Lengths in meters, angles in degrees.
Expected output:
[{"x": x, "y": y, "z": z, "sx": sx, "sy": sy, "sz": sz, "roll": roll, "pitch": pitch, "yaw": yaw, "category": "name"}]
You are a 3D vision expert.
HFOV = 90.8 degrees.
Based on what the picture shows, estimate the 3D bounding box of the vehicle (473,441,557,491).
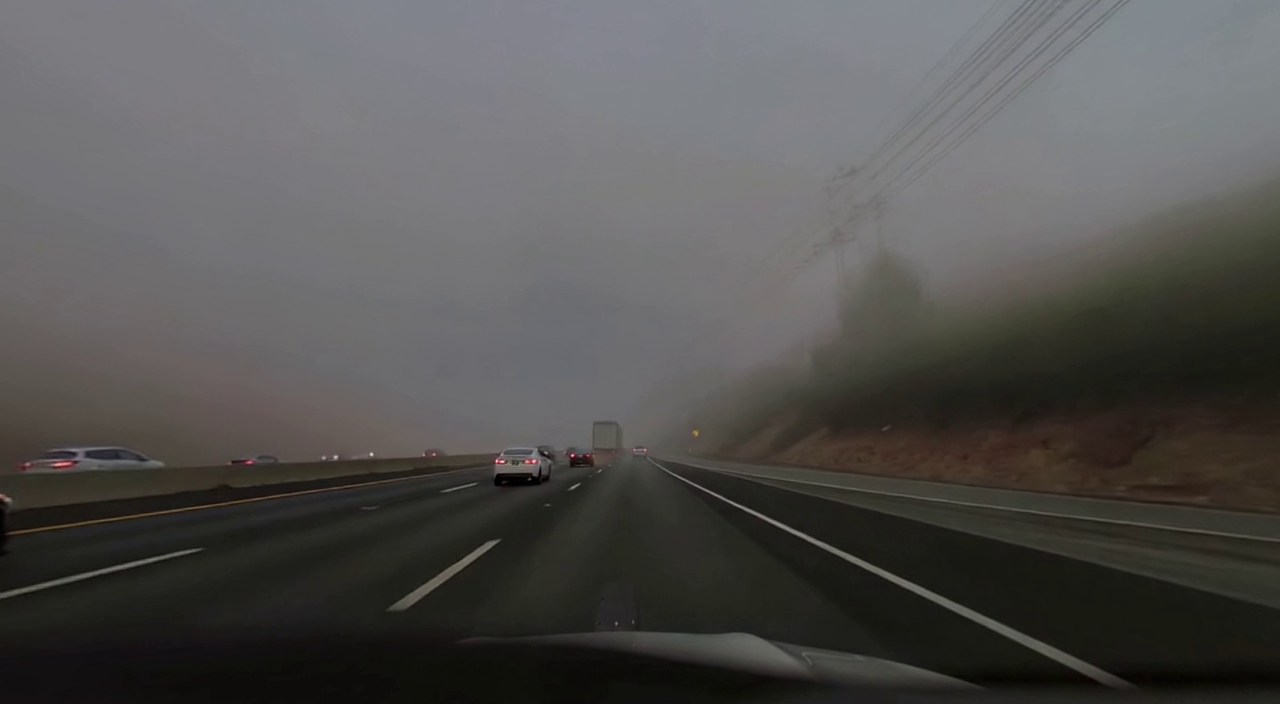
[{"x": -4.177, "y": 3.860, "z": 21.848, "sx": 1.963, "sy": 1.533, "sz": 4.477, "roll": 0, "pitch": -9, "yaw": 0, "category": "vehicle"}]

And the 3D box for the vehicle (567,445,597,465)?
[{"x": -4.508, "y": 8.083, "z": 49.832, "sx": 2.038, "sy": 1.533, "sz": 4.103, "roll": 0, "pitch": -9, "yaw": -1, "category": "vehicle"}]

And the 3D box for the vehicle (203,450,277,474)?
[{"x": -26.055, "y": 7.128, "z": 41.333, "sx": 1.841, "sy": 1.449, "sz": 4.570, "roll": 0, "pitch": -9, "yaw": 0, "category": "vehicle"}]

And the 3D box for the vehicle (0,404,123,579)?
[{"x": -7.613, "y": 1.278, "z": 5.483, "sx": 2.101, "sy": 1.773, "sz": 4.880, "roll": 0, "pitch": -9, "yaw": 0, "category": "vehicle"}]
